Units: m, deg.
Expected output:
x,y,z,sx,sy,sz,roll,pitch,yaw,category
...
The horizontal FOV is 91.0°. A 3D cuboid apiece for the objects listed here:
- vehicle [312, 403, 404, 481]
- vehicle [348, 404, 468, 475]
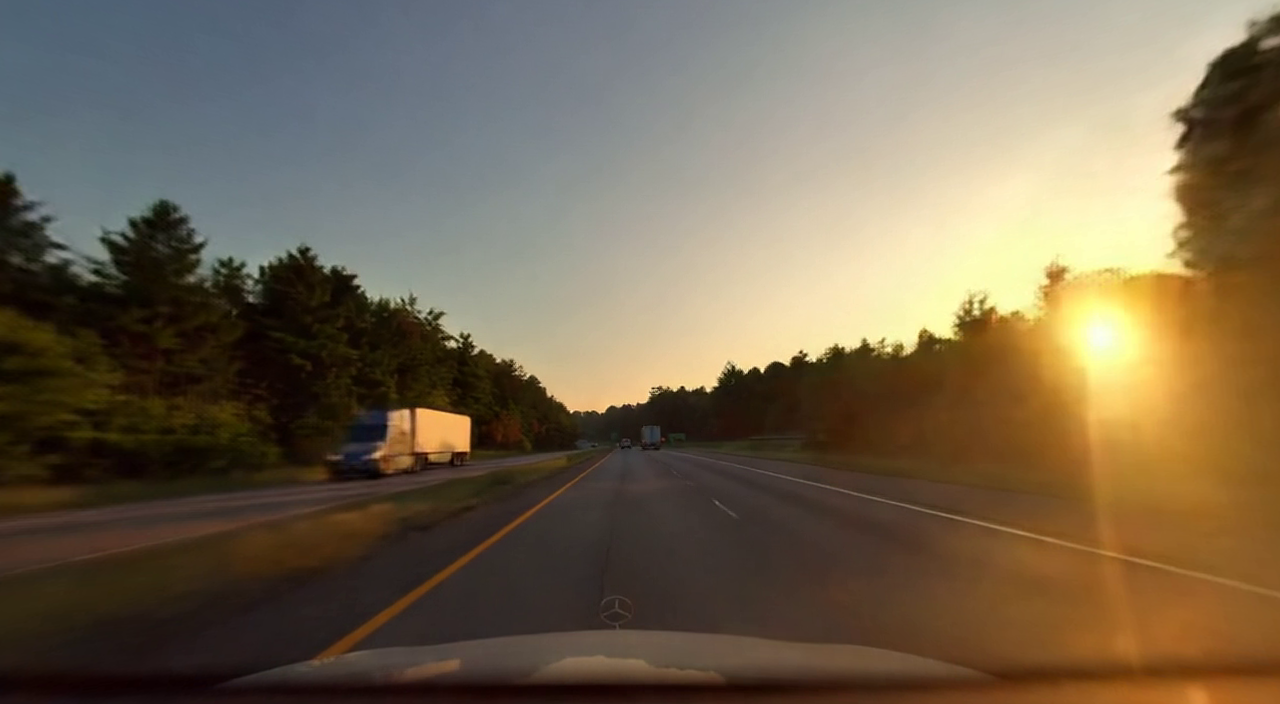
x,y,z,sx,sy,sz,roll,pitch,yaw,category
-14.008,4.479,31.578,2.988,3.641,3.403,0,-8,-1,vehicle
-14.148,5.576,40.146,2.908,3.776,13.054,0,-8,-1,vehicle
